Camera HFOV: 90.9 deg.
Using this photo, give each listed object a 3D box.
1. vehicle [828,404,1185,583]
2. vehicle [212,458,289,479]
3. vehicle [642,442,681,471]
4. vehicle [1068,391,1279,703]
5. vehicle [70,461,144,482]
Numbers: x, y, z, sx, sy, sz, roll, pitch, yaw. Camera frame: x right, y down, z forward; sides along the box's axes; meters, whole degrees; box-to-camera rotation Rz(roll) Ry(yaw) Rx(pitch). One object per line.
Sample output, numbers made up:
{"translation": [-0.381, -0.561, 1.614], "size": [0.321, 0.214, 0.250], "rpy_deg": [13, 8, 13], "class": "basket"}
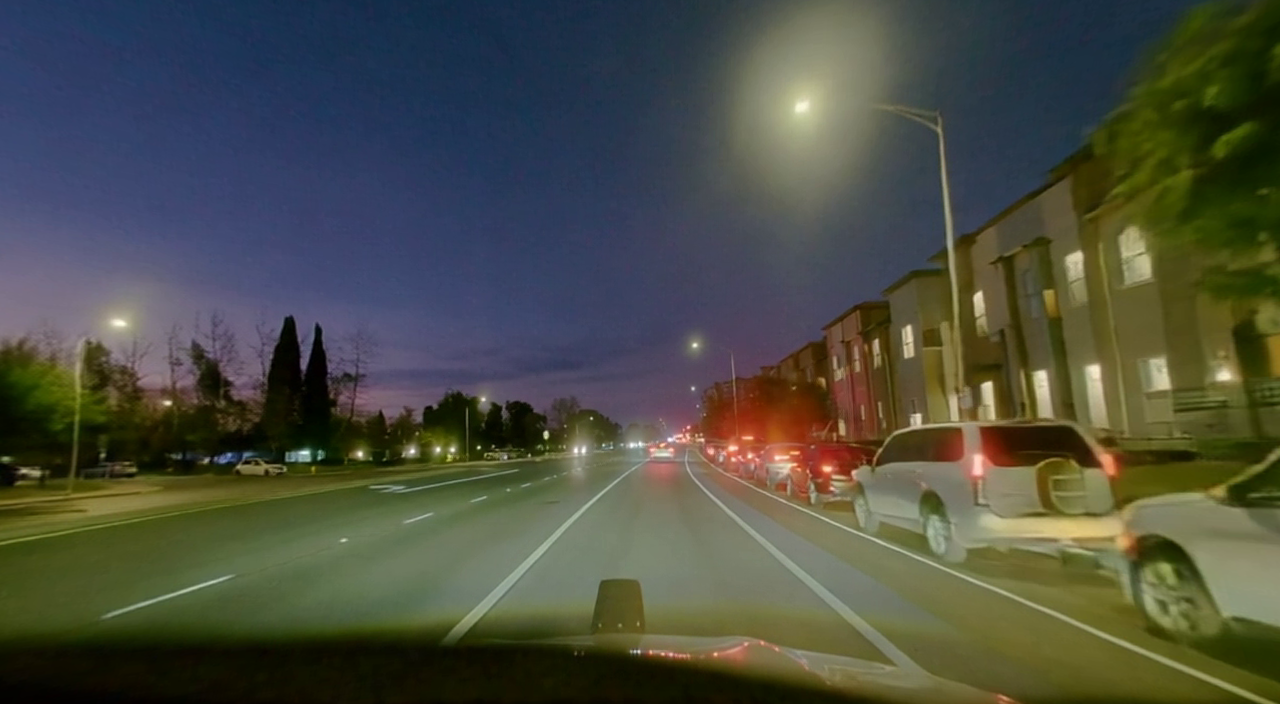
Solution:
{"translation": [4.335, 1.740, 8.606], "size": [1.973, 1.749, 4.608], "rpy_deg": [0, -9, -2], "class": "vehicle"}
{"translation": [-29.609, 8.826, 48.011], "size": [4.591, 1.468, 1.805], "rpy_deg": [1, -9, -9], "class": "vehicle"}
{"translation": [1.183, 5.742, 34.794], "size": [2.011, 1.480, 4.170], "rpy_deg": [-1, -9, 2], "class": "vehicle"}
{"translation": [4.280, 0.883, 2.399], "size": [1.949, 1.616, 4.805], "rpy_deg": [0, -9, 1], "class": "vehicle"}
{"translation": [-41.102, 9.179, 48.611], "size": [4.292, 1.497, 1.883], "rpy_deg": [-2, -9, 8], "class": "vehicle"}
